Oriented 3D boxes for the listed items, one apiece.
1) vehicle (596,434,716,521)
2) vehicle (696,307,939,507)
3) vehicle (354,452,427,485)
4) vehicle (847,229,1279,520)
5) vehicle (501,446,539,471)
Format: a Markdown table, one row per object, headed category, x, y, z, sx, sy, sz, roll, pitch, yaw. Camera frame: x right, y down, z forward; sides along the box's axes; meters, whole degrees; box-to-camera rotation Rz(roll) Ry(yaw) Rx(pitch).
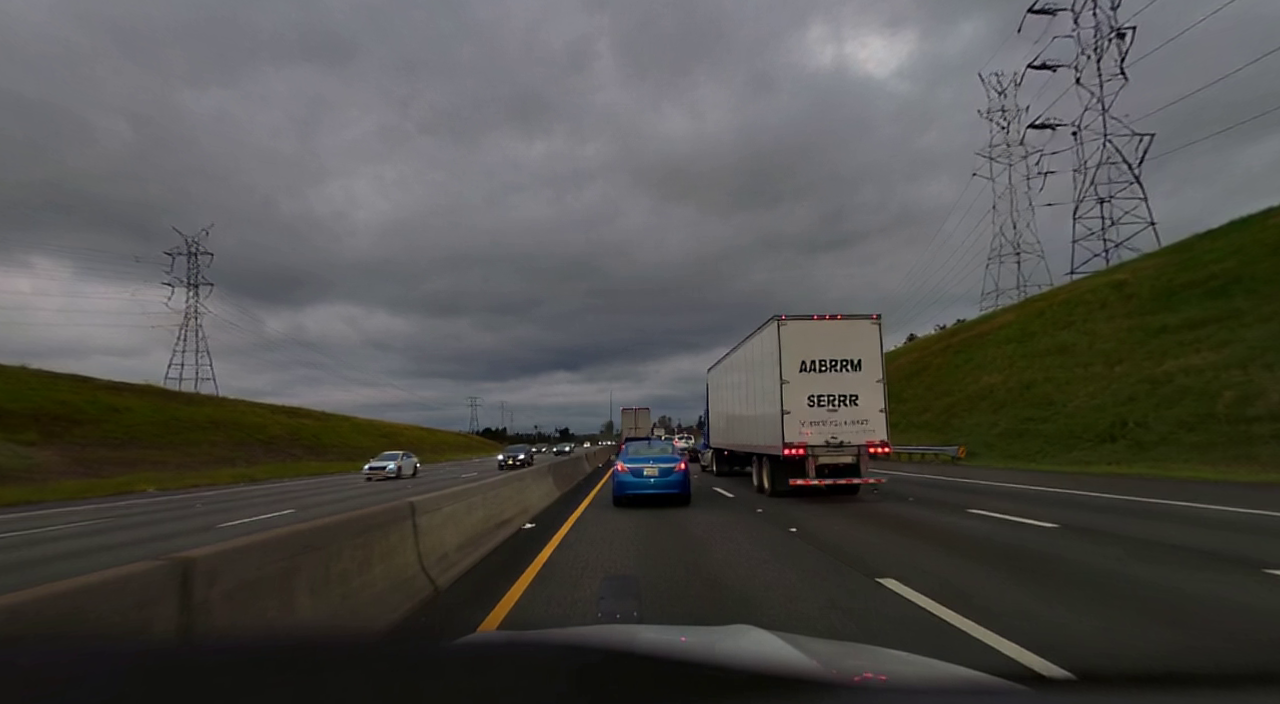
| category | x | y | z | sx | sy | sz | roll | pitch | yaw |
| --- | --- | --- | --- | --- | --- | --- | --- | --- | --- |
| vehicle | 0.255 | 2.397 | 12.579 | 2.045 | 1.446 | 3.597 | -1 | -8 | -1 |
| vehicle | 4.238 | 2.085 | 20.004 | 3.138 | 4.065 | 14.276 | 0 | -8 | -2 |
| vehicle | -12.347 | 5.765 | 31.452 | 1.918 | 1.457 | 4.106 | -1 | -8 | 1 |
| vehicle | 8.658 | 1.128 | 15.084 | 2.845 | 4.146 | 12.401 | 0 | -8 | -2 |
| vehicle | -8.359 | 7.391 | 44.001 | 1.926 | 1.606 | 3.853 | -1 | -8 | 0 |
